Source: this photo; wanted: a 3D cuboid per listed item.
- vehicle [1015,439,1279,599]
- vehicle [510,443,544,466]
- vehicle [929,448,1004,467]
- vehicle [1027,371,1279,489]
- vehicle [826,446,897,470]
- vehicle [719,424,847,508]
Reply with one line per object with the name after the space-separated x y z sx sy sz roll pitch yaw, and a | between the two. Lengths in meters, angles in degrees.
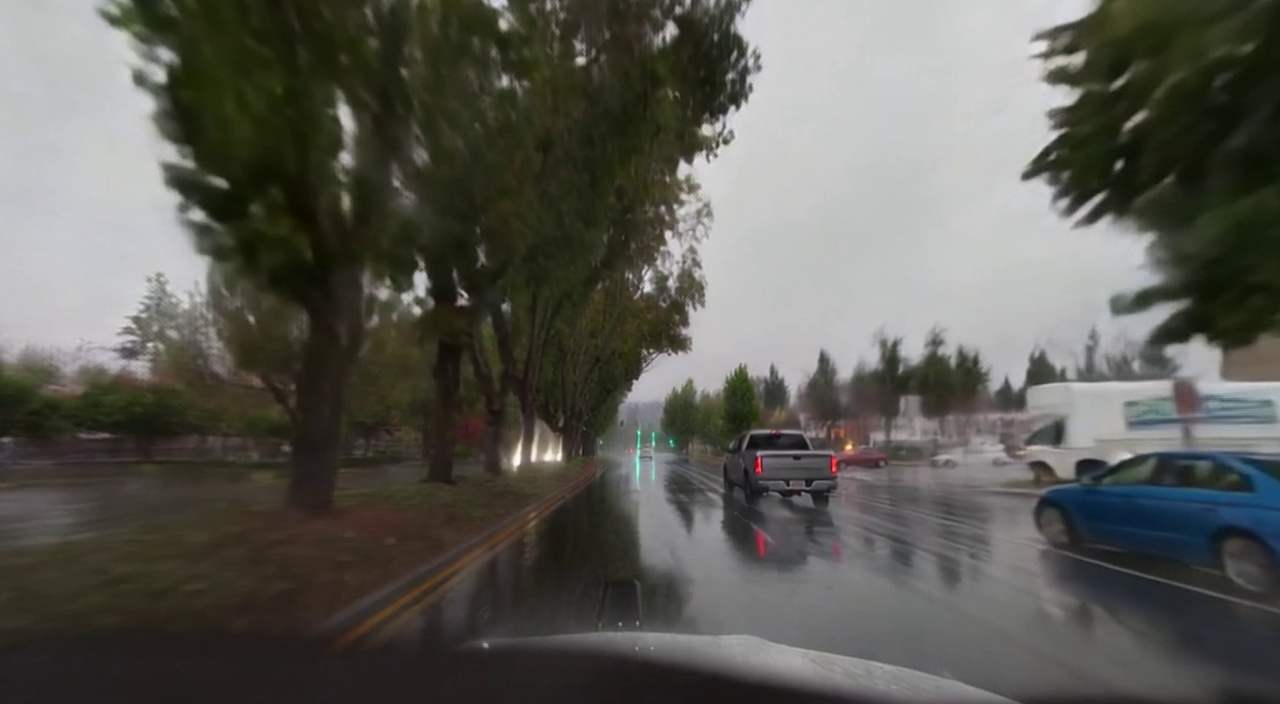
6.907 1.786 7.445 2.012 1.460 4.812 0 -8 0 | vehicle
-8.721 7.940 49.014 1.834 1.695 4.129 0 -8 0 | vehicle
25.002 8.074 48.426 4.648 1.444 1.912 0 -8 -1 | vehicle
18.917 2.769 22.076 8.393 3.716 3.472 1 -9 -2 | vehicle
16.849 8.071 48.175 4.554 1.566 1.925 -3 -9 0 | vehicle
3.495 2.907 16.644 2.138 1.836 5.245 0 -8 0 | vehicle
